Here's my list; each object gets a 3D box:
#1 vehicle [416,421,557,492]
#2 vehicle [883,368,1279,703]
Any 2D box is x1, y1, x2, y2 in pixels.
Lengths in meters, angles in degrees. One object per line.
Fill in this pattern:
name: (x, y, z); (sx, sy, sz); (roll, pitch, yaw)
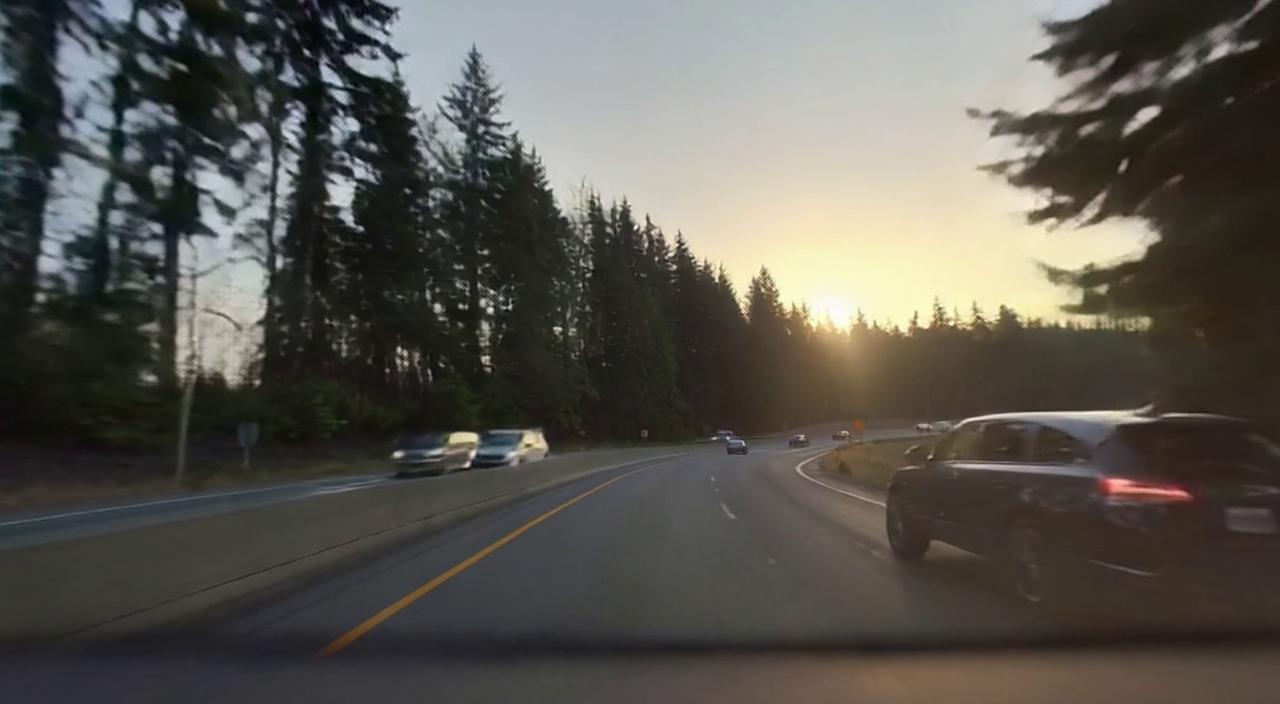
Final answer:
vehicle: (-3.931, 2.799, 17.167); (2.295, 1.648, 4.689); (-1, -8, 5)
vehicle: (3.961, 1.242, 5.333); (2.112, 1.708, 4.380); (0, -8, 1)
